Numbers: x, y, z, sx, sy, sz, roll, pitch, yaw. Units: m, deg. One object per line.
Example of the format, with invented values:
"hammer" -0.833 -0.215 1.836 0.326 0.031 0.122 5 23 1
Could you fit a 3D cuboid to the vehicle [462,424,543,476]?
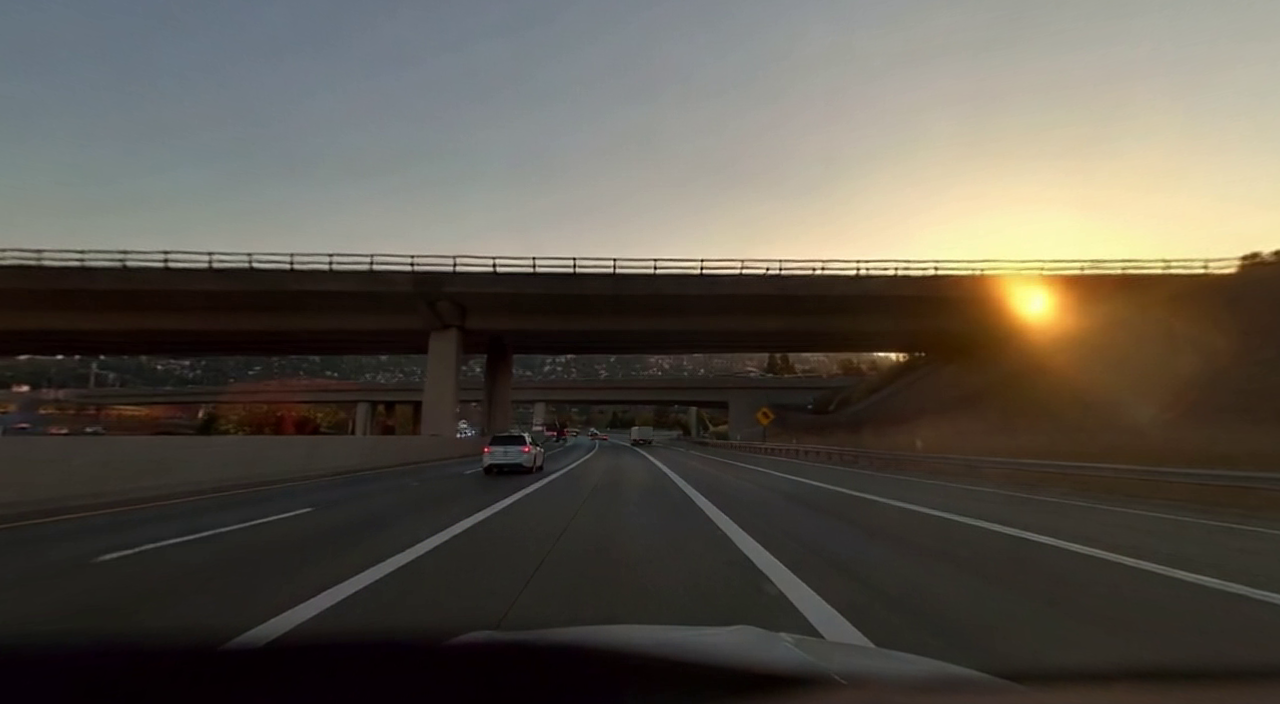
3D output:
"vehicle" -4.508 3.270 21.192 1.878 1.548 3.966 0 -8 -1
